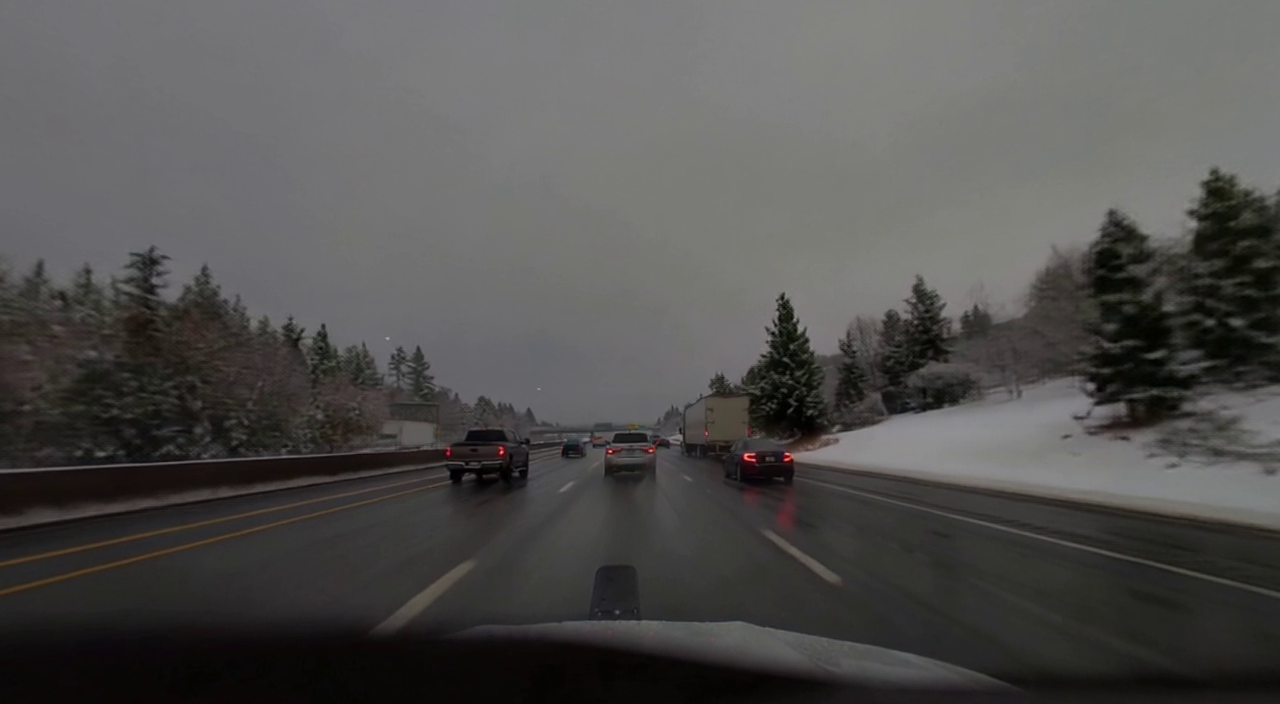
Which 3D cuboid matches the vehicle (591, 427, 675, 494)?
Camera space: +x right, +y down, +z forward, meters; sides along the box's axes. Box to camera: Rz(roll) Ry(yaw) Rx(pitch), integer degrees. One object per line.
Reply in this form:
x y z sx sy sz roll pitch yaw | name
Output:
-0.219 2.943 17.541 2.083 1.647 3.799 0 -8 -1 | vehicle

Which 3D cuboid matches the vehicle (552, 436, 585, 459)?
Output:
-5.436 7.275 48.318 1.971 1.648 3.983 0 -8 1 | vehicle

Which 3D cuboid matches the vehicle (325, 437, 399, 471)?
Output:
-13.148 4.808 30.051 1.802 1.468 3.904 0 -8 -1 | vehicle

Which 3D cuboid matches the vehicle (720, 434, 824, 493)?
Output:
3.584 3.075 17.878 1.951 1.477 3.963 0 -8 -2 | vehicle

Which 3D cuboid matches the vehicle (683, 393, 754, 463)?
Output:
5.155 5.478 44.587 2.888 4.135 14.071 0 -8 -2 | vehicle

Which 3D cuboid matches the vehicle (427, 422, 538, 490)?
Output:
-4.560 3.079 19.080 2.101 1.767 4.702 0 -8 0 | vehicle
